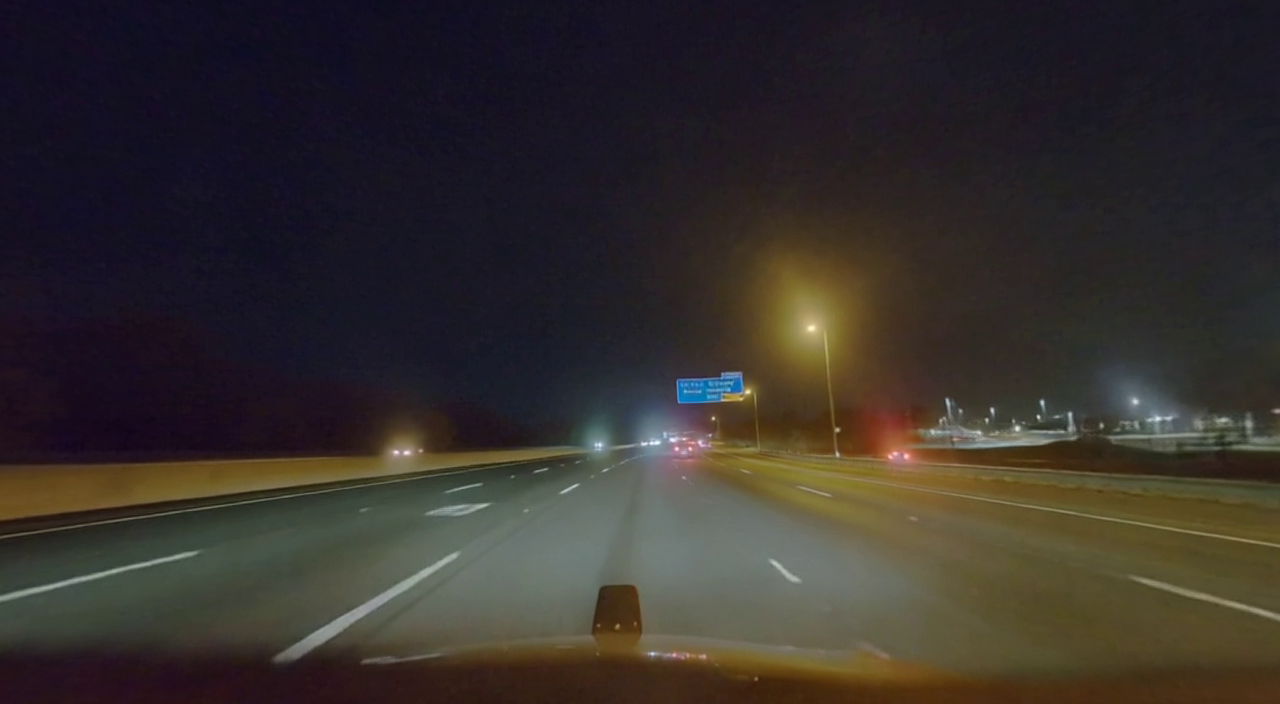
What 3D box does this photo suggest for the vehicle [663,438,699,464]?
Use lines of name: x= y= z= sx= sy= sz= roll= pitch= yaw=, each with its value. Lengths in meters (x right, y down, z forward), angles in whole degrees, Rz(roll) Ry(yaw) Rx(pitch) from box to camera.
vehicle: x=2.881 y=7.125 z=45.502 sx=2.224 sy=1.738 sz=4.376 roll=0 pitch=-8 yaw=-1
